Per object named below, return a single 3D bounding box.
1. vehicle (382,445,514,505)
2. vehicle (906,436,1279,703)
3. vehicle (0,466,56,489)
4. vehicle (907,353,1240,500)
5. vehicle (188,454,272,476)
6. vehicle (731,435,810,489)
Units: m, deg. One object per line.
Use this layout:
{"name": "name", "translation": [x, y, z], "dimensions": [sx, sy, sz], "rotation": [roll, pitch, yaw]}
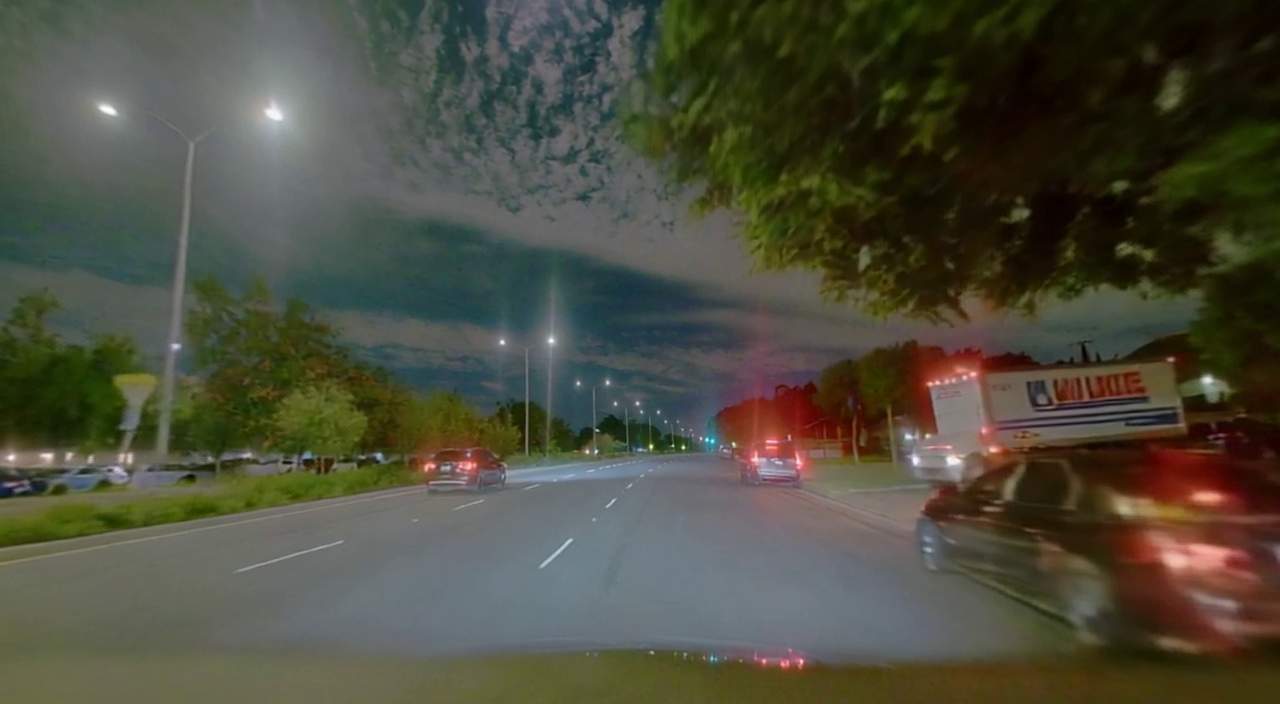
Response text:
{"name": "vehicle", "translation": [-5.256, 3.403, 18.050], "dimensions": [2.060, 1.473, 4.645], "rotation": [0, -8, 4]}
{"name": "vehicle", "translation": [3.790, 1.356, 4.651], "dimensions": [1.849, 1.393, 4.377], "rotation": [0, -8, 2]}
{"name": "vehicle", "translation": [-43.083, 8.623, 43.024], "dimensions": [4.227, 1.397, 1.828], "rotation": [-1, -10, -12]}
{"name": "vehicle", "translation": [11.701, 2.044, 17.434], "dimensions": [7.138, 3.310, 2.943], "rotation": [-2, -9, -10]}
{"name": "vehicle", "translation": [-28.976, 7.999, 44.697], "dimensions": [4.481, 1.441, 1.960], "rotation": [2, -9, -8]}
{"name": "vehicle", "translation": [4.547, 3.901, 22.700], "dimensions": [2.064, 1.697, 4.718], "rotation": [0, -8, 3]}
